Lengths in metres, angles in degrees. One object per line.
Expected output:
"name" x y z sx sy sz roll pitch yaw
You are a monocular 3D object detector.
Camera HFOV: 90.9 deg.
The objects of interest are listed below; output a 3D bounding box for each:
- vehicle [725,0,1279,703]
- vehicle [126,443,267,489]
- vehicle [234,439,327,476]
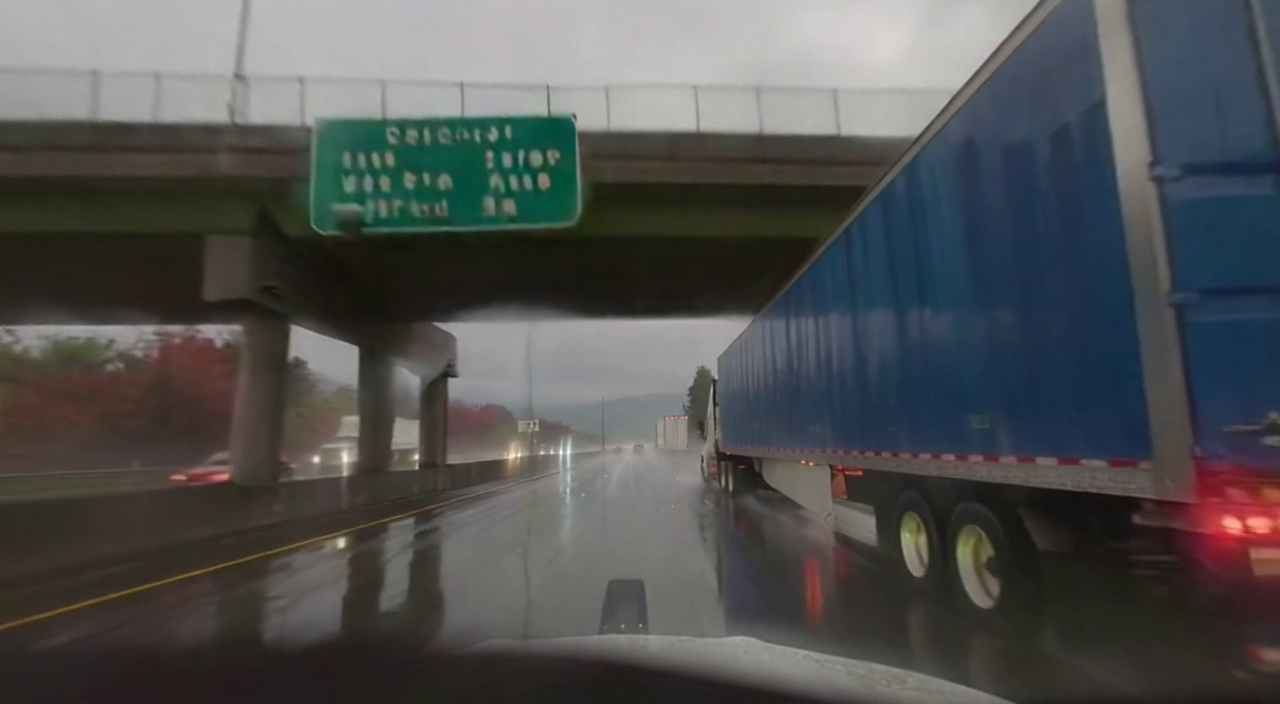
"vehicle" 3.856 0.795 10.004 2.825 4.054 14.210 0 -9 -1
"vehicle" -15.312 3.954 22.101 1.865 1.434 4.197 0 -9 0
"vehicle" -18.779 5.530 33.213 2.040 1.755 4.902 0 -9 -1
